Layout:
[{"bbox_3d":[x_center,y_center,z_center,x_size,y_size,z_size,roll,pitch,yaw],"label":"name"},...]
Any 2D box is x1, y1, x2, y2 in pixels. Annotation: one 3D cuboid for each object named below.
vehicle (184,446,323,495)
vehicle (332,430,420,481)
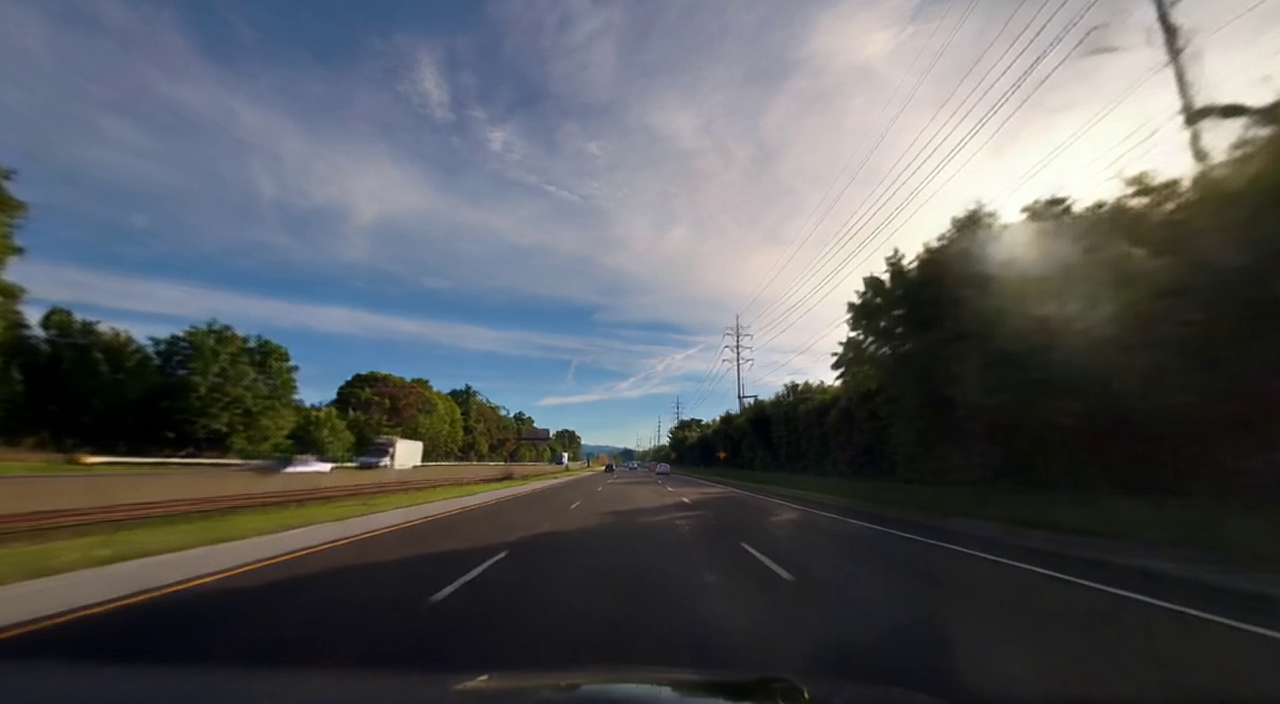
[{"bbox_3d":[-12.944,4.042,21.510,1.888,1.464,4.492,0,-10,0],"label":"vehicle"},{"bbox_3d":[-17.194,6.858,41.644,2.713,3.016,6.960,2,-10,-1],"label":"vehicle"}]
